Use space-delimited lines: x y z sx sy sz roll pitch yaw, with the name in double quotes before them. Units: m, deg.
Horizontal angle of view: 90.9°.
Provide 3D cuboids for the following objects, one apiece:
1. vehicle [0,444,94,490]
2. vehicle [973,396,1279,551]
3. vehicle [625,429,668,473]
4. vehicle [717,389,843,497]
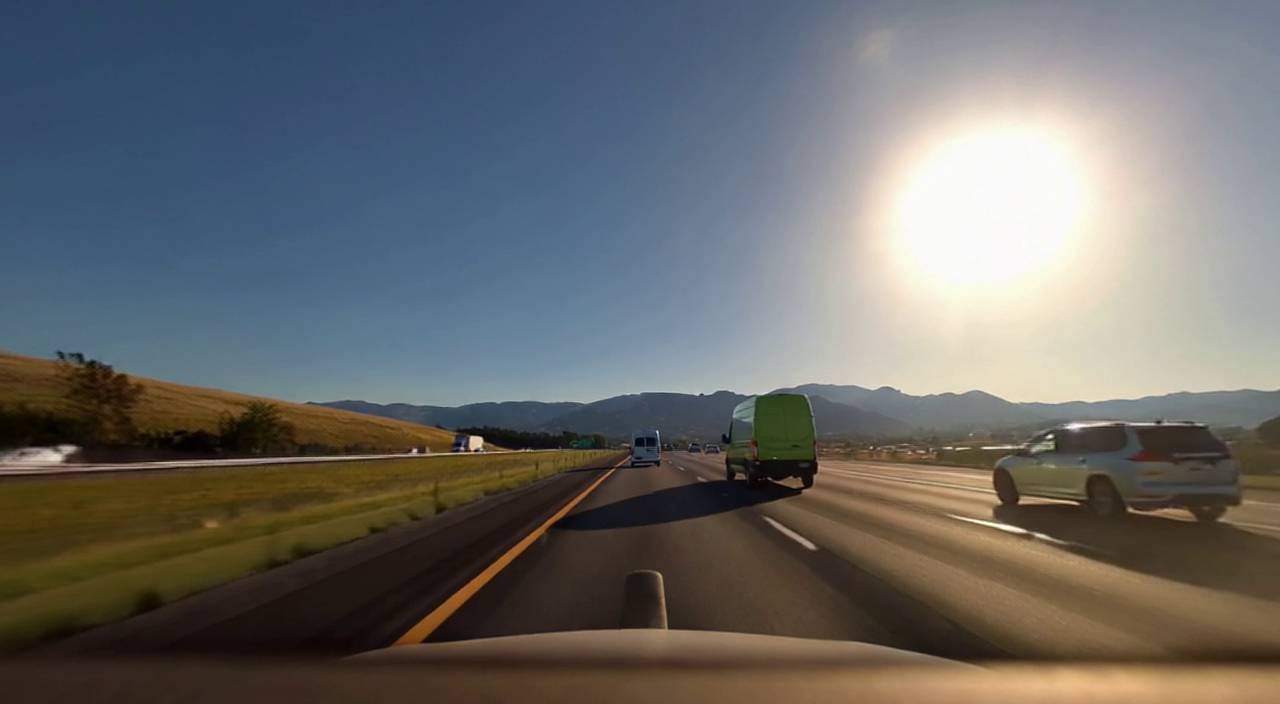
"vehicle" -24.717 4.494 24.881 2.012 1.697 4.756 0 -8 1
"vehicle" 7.935 1.870 10.357 2.240 1.925 4.854 0 -8 0
"vehicle" 0.353 5.200 33.288 2.131 2.122 4.473 0 -8 1
"vehicle" 3.860 2.710 18.826 2.302 2.670 6.176 0 -8 0
